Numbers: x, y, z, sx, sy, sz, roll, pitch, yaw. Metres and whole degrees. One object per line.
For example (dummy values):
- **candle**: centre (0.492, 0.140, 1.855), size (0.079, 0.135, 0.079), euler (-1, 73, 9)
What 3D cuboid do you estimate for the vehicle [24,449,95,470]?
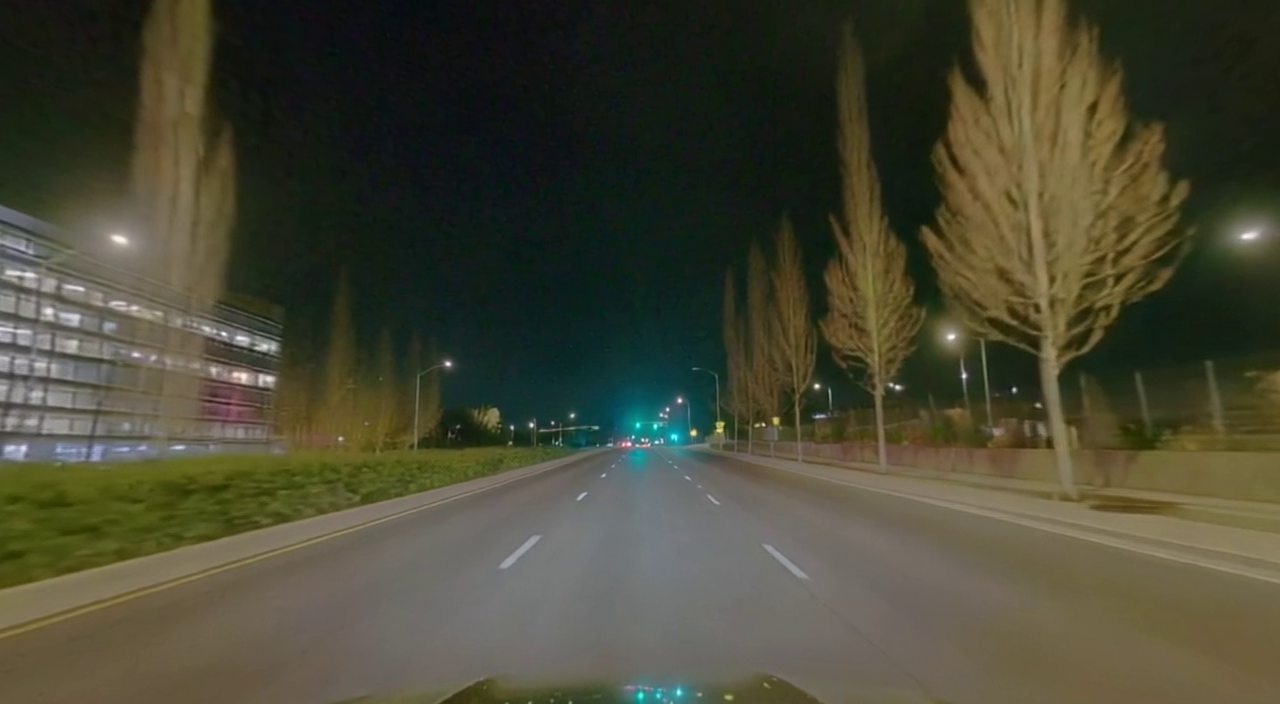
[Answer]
- **vehicle**: centre (-44.353, 8.218, 48.323), size (3.709, 1.517, 1.833), euler (-1, -9, 4)
